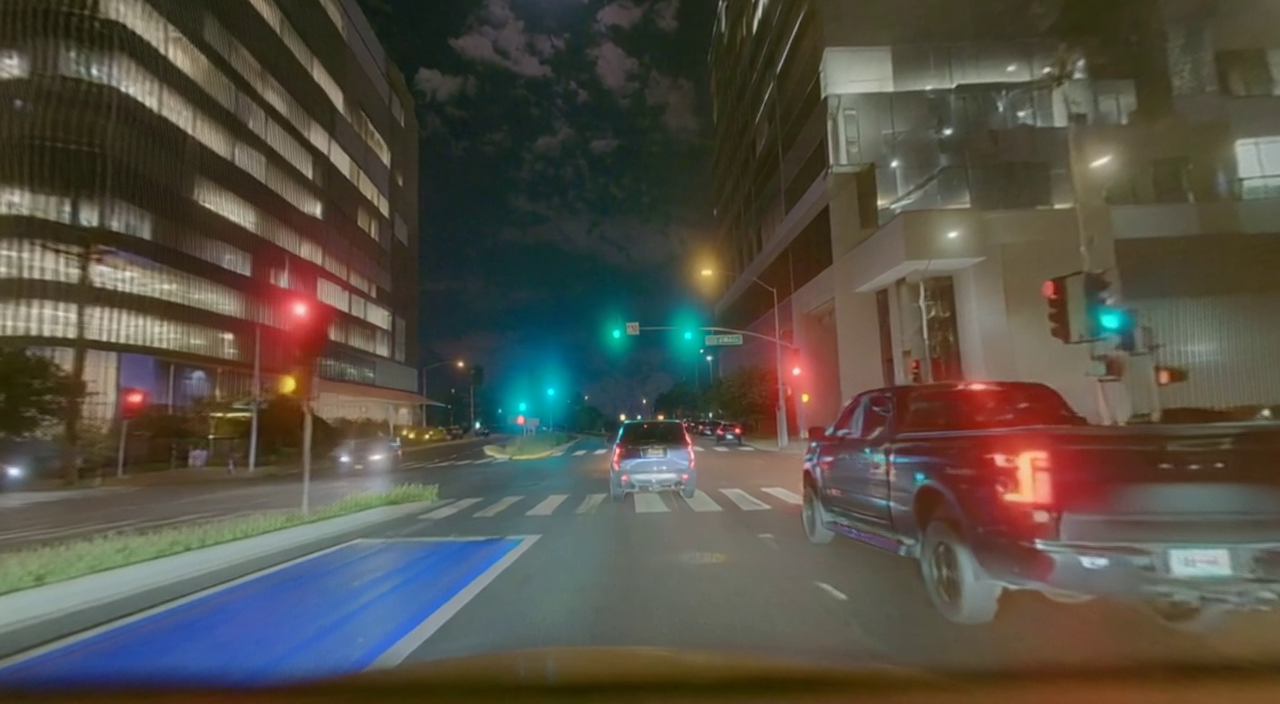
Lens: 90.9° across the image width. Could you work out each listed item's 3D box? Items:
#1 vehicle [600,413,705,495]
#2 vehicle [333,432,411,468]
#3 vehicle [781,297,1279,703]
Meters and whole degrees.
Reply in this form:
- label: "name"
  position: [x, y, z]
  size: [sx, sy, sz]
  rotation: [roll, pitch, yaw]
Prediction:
- label: "vehicle"
  position: [0.258, 2.555, 15.957]
  size: [2.283, 1.773, 4.255]
  rotation: [0, -9, 0]
- label: "vehicle"
  position: [-13.515, 4.980, 32.175]
  size: [2.062, 1.697, 4.321]
  rotation: [0, -8, 0]
- label: "vehicle"
  position: [3.394, 1.210, 6.251]
  size: [2.487, 2.048, 6.443]
  rotation: [0, -9, 0]
